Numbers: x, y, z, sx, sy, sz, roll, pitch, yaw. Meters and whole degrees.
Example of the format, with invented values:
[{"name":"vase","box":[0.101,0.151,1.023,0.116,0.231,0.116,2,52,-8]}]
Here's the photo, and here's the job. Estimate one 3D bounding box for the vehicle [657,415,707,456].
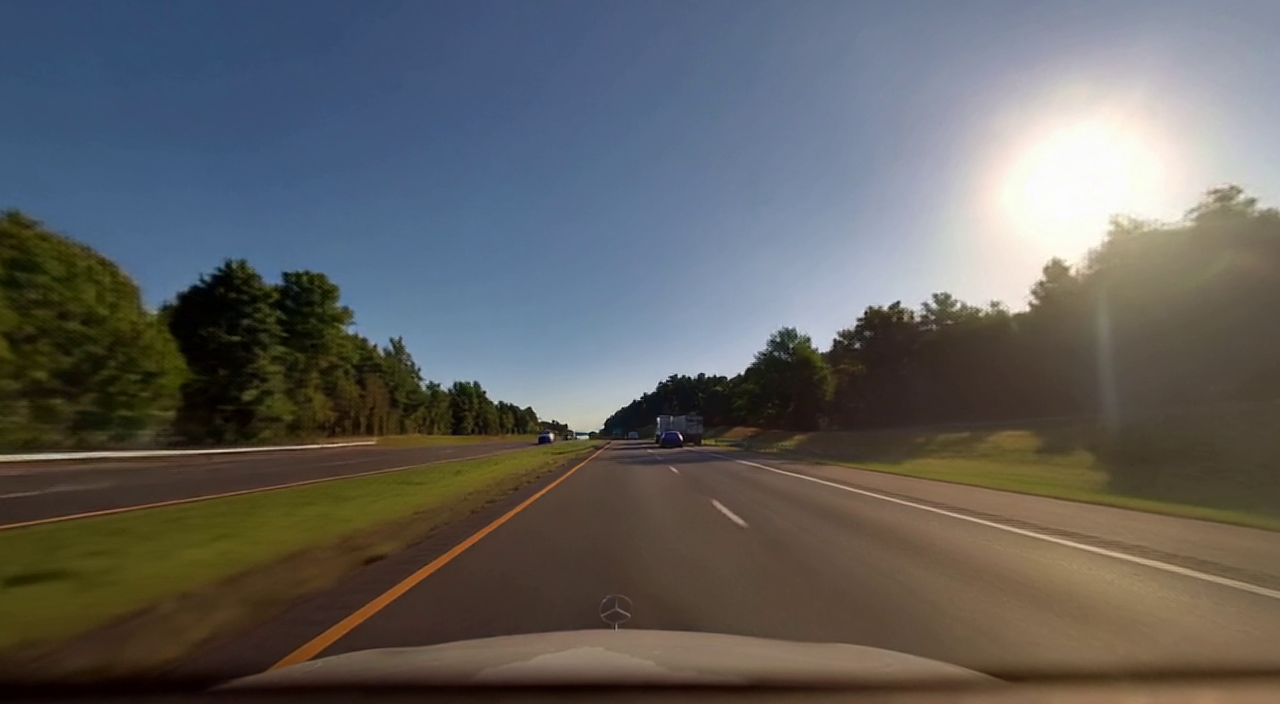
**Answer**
[{"name":"vehicle","box":[2.830,5.939,44.669,2.821,2.673,6.205,0,-8,-3]}]
